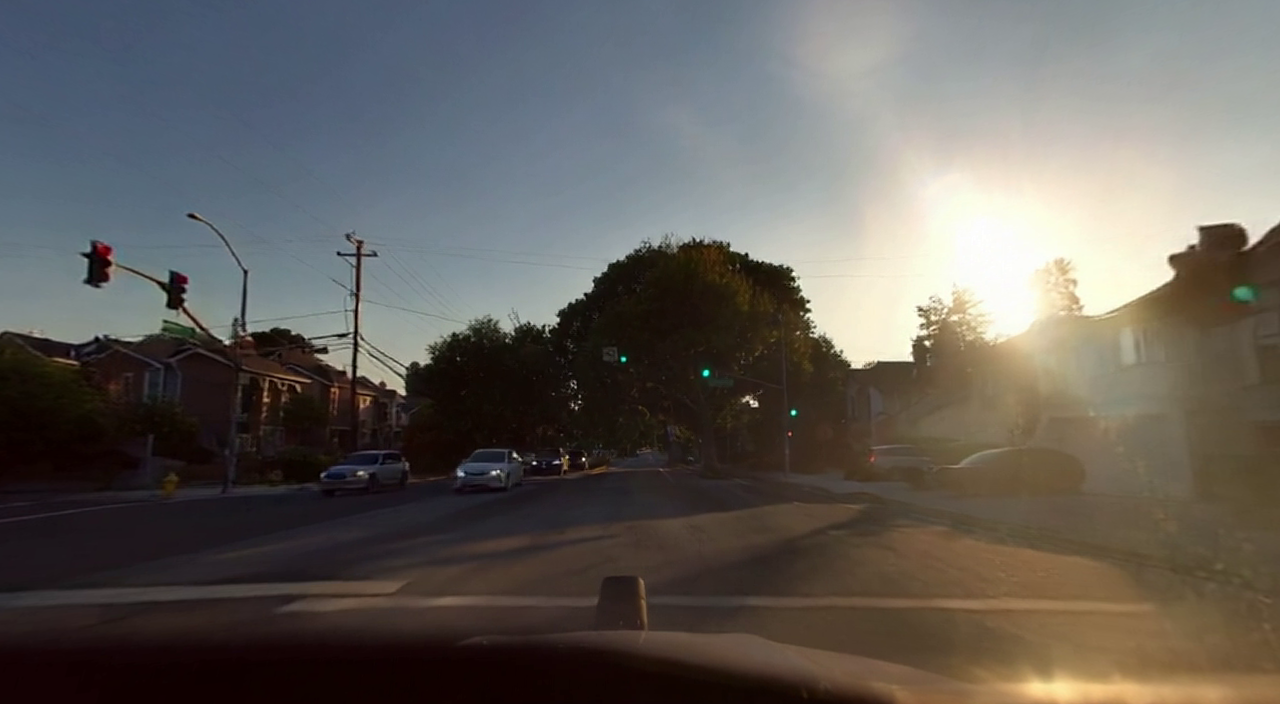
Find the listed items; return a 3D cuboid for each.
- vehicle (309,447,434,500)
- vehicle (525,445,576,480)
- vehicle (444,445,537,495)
[{"bbox_3d":[-8.391,3.800,20.262,1.985,1.475,4.383,0,-8,1],"label":"vehicle"},{"bbox_3d":[-4.544,5.668,32.710,1.999,1.652,3.962,0,-8,1],"label":"vehicle"},{"bbox_3d":[-4.744,3.783,20.748,2.003,1.462,4.220,0,-8,0],"label":"vehicle"}]
